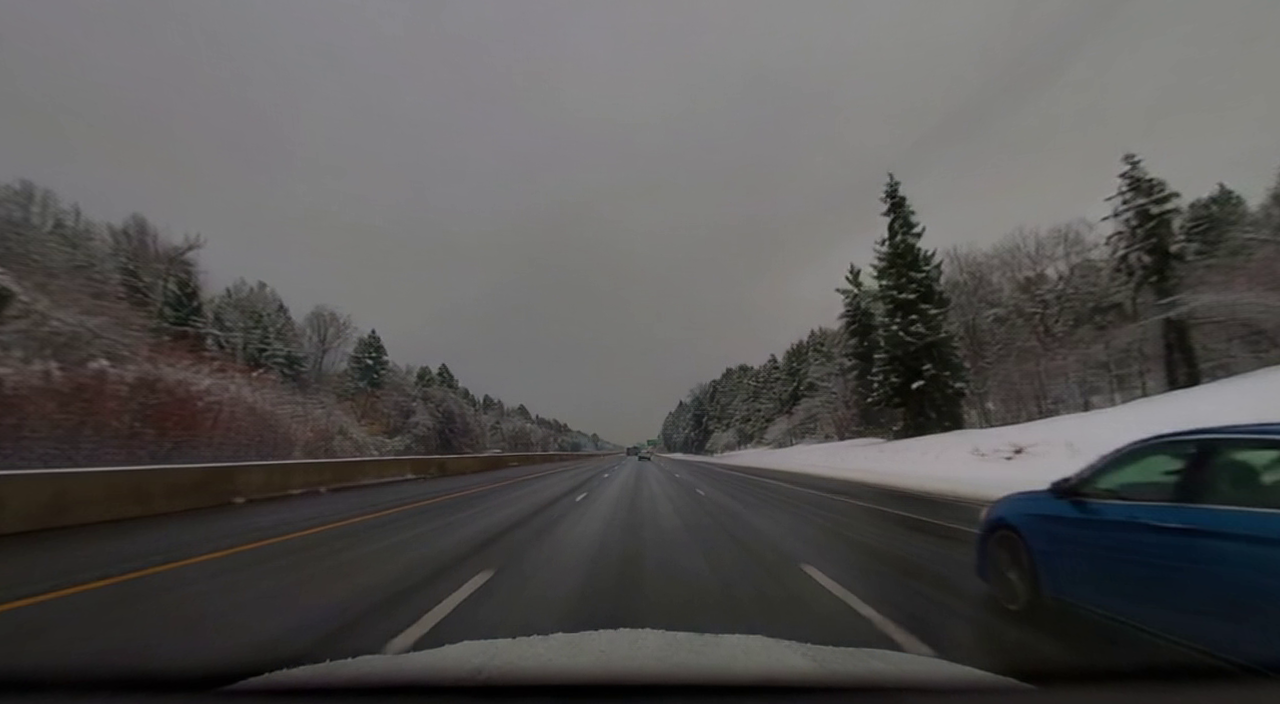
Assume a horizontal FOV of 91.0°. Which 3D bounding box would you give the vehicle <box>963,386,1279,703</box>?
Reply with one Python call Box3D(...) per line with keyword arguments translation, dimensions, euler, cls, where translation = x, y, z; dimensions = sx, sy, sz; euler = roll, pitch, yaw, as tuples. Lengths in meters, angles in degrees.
Box3D(translation=(3.583, 0.928, 2.474), dimensions=(2.146, 1.573, 4.661), euler=(0, -9, 0), cls="vehicle")
